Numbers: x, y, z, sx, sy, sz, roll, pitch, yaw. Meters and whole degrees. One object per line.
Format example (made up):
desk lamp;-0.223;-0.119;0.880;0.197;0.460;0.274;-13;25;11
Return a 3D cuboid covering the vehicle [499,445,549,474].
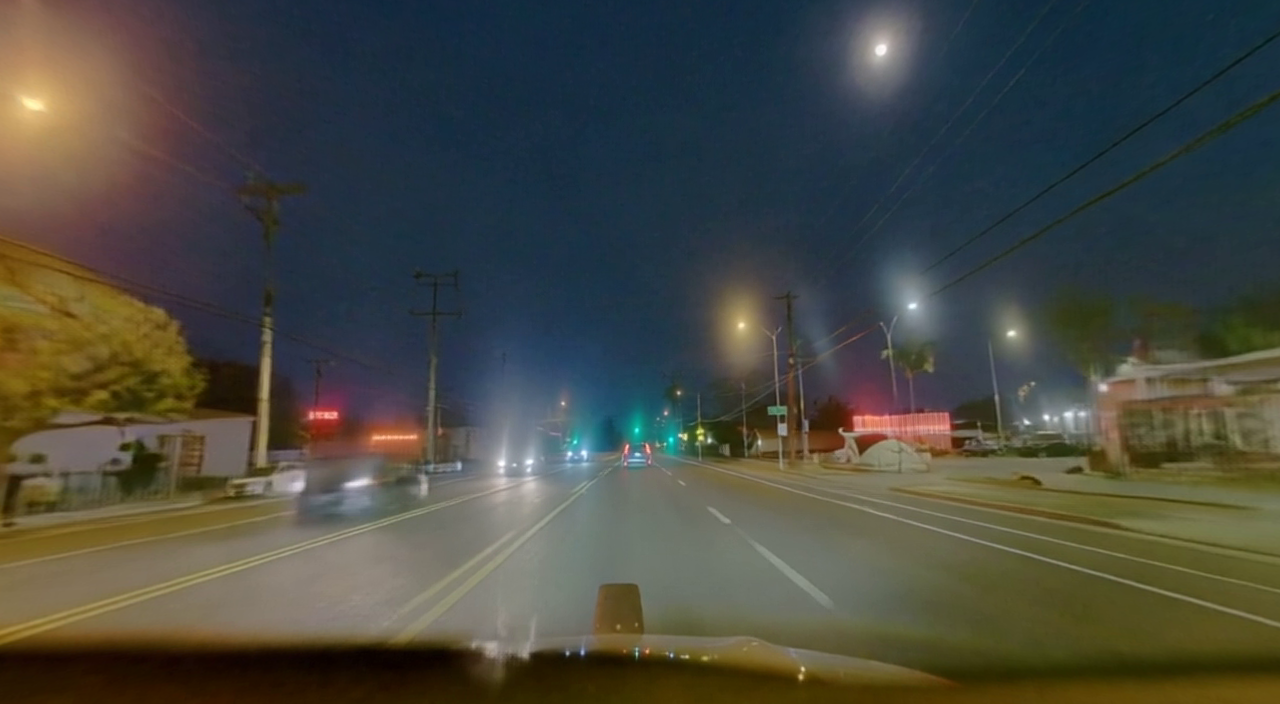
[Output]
vehicle;-6.298;5.873;34.769;1.923;1.472;4.342;0;-8;0

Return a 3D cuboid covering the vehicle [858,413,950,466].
vehicle;13.937;4.707;33.903;2.449;2.564;5.877;0;-8;1

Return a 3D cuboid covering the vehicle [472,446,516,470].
vehicle;-9.972;7.215;43.396;2.073;1.533;4.020;0;-8;0

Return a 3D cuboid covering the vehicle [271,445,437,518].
vehicle;-6.520;2.950;15.014;1.930;1.450;4.234;0;-8;0

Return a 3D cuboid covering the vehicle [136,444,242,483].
vehicle;-20.881;5.140;29.517;1.911;1.663;4.115;0;-8;0

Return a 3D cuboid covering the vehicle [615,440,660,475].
vehicle;-0.118;5.201;31.394;2.067;1.547;4.513;0;-8;0
